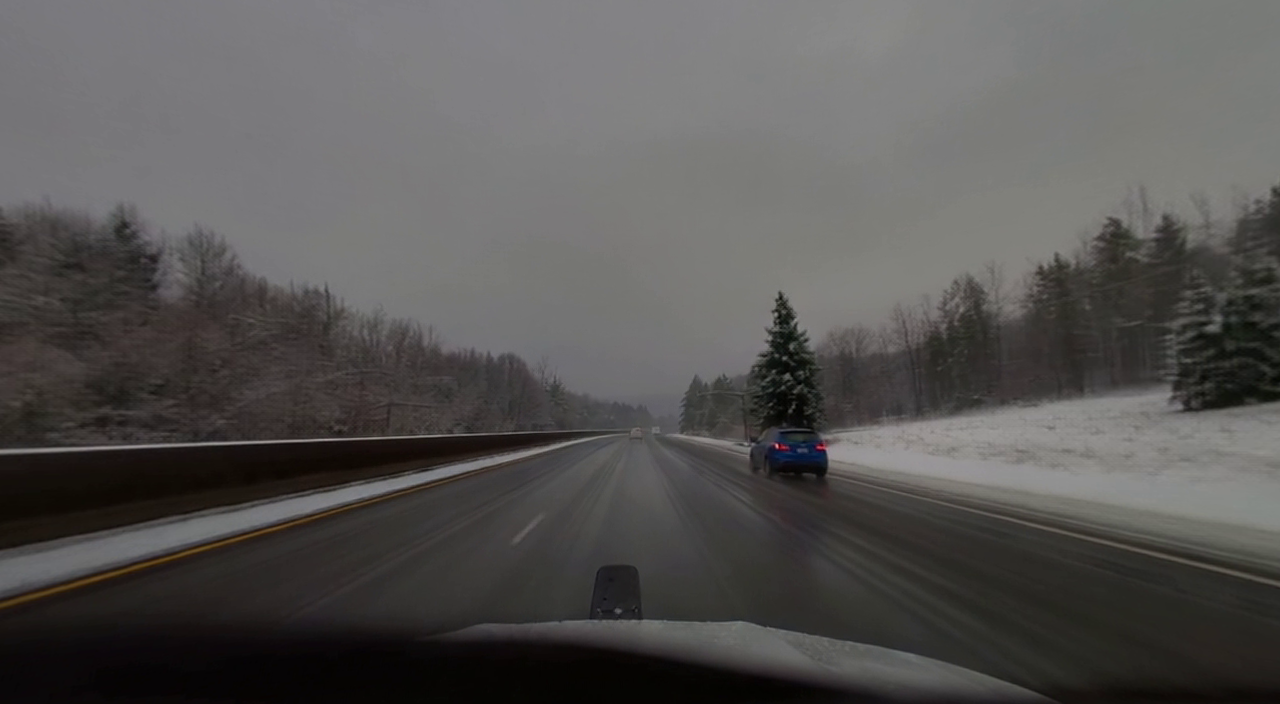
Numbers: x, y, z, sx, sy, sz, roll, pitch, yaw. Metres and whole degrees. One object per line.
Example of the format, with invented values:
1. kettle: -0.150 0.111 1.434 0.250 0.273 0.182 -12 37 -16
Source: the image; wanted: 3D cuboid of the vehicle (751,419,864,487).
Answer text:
1. vehicle: 4.070 2.500 15.916 1.765 1.510 3.762 0 -8 -1
